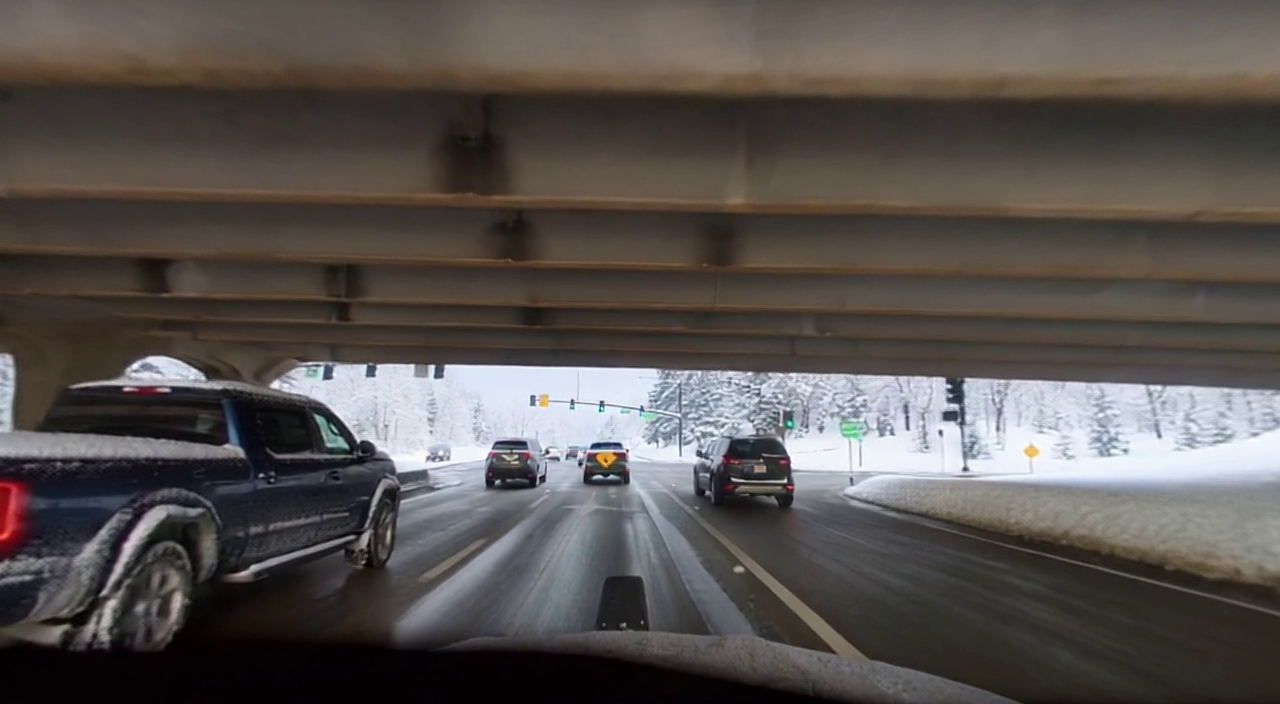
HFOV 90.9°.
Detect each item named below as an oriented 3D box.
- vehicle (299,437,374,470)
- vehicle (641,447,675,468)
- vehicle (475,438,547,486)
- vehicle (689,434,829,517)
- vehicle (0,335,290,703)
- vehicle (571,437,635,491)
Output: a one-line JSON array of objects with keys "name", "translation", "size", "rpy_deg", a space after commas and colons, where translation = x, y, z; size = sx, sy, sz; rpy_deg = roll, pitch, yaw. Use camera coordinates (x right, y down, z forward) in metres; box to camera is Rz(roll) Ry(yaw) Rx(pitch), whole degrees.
[{"name": "vehicle", "translation": [-17.258, 5.776, 36.133], "size": [2.013, 1.744, 5.015], "rpy_deg": [1, -8, -4]}, {"name": "vehicle", "translation": [1.277, 7.688, 46.199], "size": [2.026, 1.457, 3.969], "rpy_deg": [1, -8, -6]}, {"name": "vehicle", "translation": [-4.978, 4.293, 24.947], "size": [2.127, 1.720, 4.064], "rpy_deg": [0, -8, -2]}, {"name": "vehicle", "translation": [2.735, 3.005, 16.061], "size": [2.234, 1.720, 5.378], "rpy_deg": [1, -8, -3]}, {"name": "vehicle", "translation": [-4.087, 0.853, 3.121], "size": [2.074, 1.814, 4.596], "rpy_deg": [0, -8, -1]}, {"name": "vehicle", "translation": [-1.287, 3.958, 22.558], "size": [2.097, 1.748, 3.794], "rpy_deg": [0, -8, -2]}]
